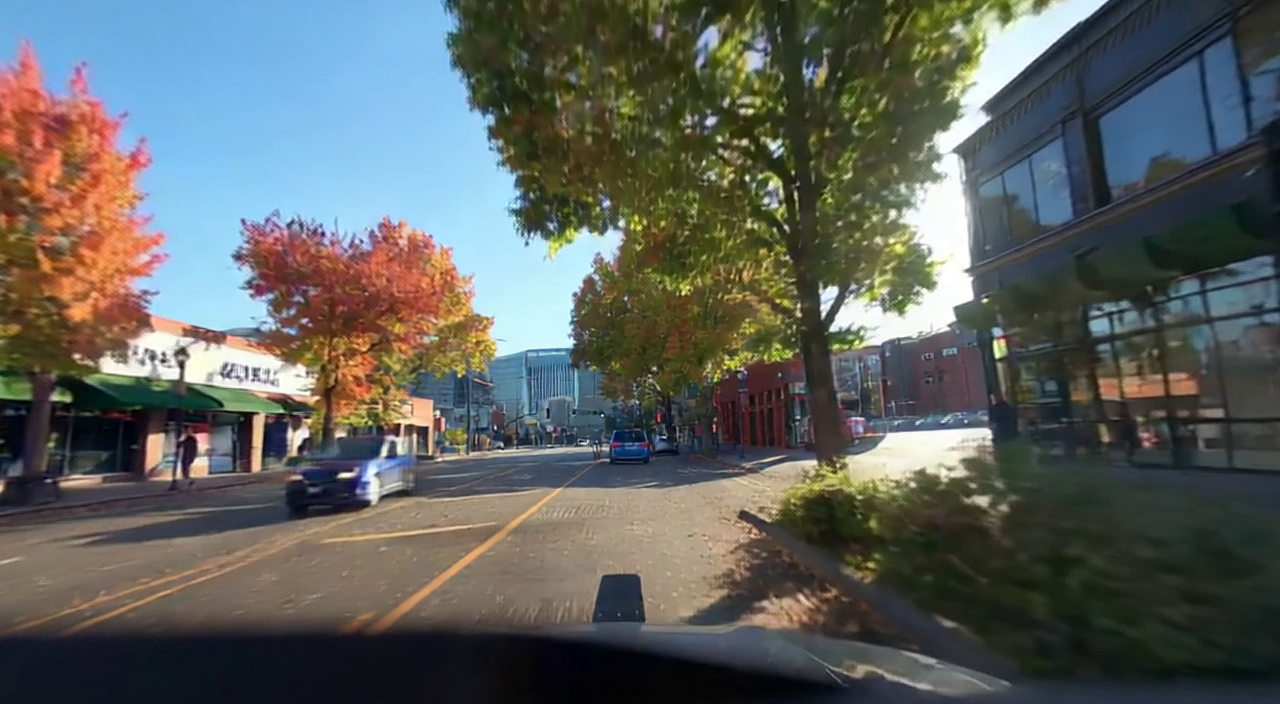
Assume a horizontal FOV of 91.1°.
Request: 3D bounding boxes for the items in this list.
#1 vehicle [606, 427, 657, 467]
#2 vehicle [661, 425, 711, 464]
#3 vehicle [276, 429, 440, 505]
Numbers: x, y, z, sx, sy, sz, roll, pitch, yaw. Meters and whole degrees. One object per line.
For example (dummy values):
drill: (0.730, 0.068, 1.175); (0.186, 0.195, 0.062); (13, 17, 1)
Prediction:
vehicle: (-0.442, 4.491, 29.908); (2.274, 1.736, 4.083); (0, -8, -2)
vehicle: (2.430, 5.016, 34.274); (2.147, 1.968, 4.478); (1, -8, -3)
vehicle: (-6.341, 2.598, 14.839); (2.121, 1.489, 4.430); (1, -8, -5)
